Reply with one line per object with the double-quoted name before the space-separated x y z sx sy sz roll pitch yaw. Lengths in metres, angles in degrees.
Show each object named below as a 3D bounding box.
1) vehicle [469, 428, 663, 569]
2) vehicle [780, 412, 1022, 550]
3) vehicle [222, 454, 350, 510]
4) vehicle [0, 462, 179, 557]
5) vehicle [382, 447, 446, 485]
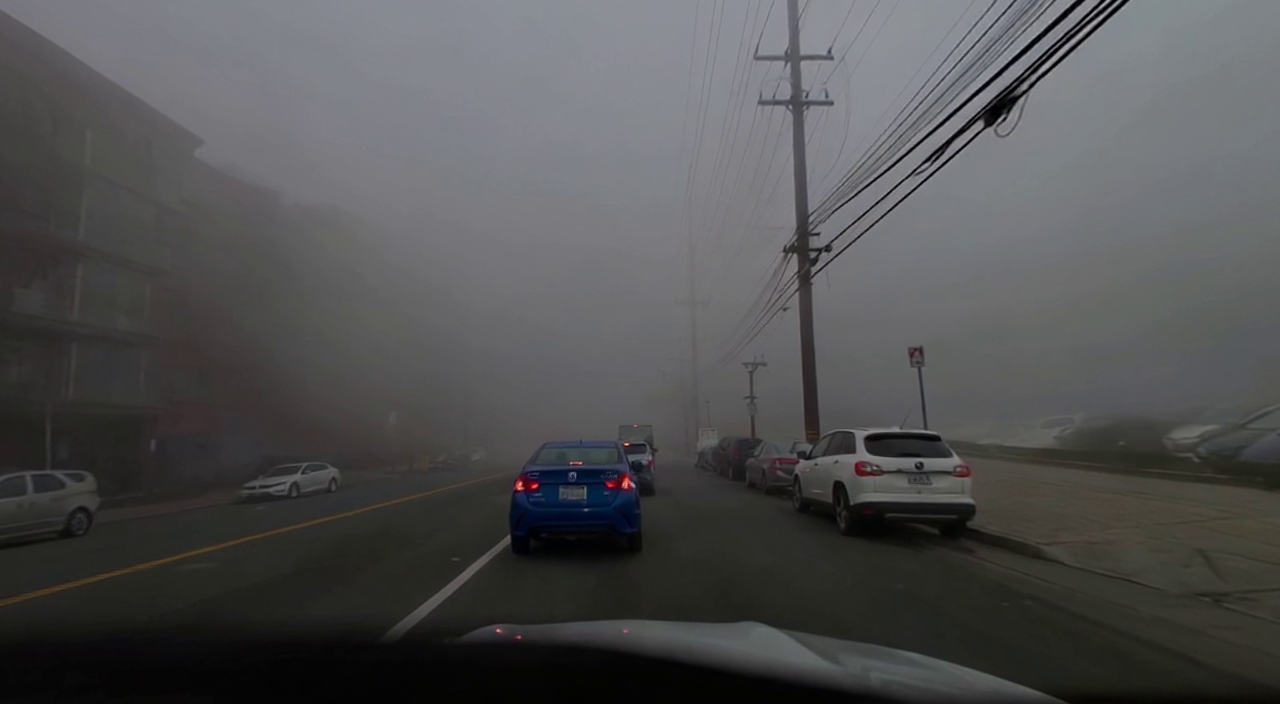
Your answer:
"vehicle" -0.783 1.871 8.948 2.019 1.453 4.603 0 -8 0
"vehicle" 3.788 1.952 10.227 1.967 1.721 4.410 0 -8 -1
"vehicle" -11.907 4.361 21.640 1.868 1.491 4.367 -4 -9 1
"vehicle" -11.883 3.072 12.627 1.850 1.487 4.711 -3 -8 -1
"vehicle" -11.897 5.984 33.556 2.011 1.687 4.079 -5 -8 -3
